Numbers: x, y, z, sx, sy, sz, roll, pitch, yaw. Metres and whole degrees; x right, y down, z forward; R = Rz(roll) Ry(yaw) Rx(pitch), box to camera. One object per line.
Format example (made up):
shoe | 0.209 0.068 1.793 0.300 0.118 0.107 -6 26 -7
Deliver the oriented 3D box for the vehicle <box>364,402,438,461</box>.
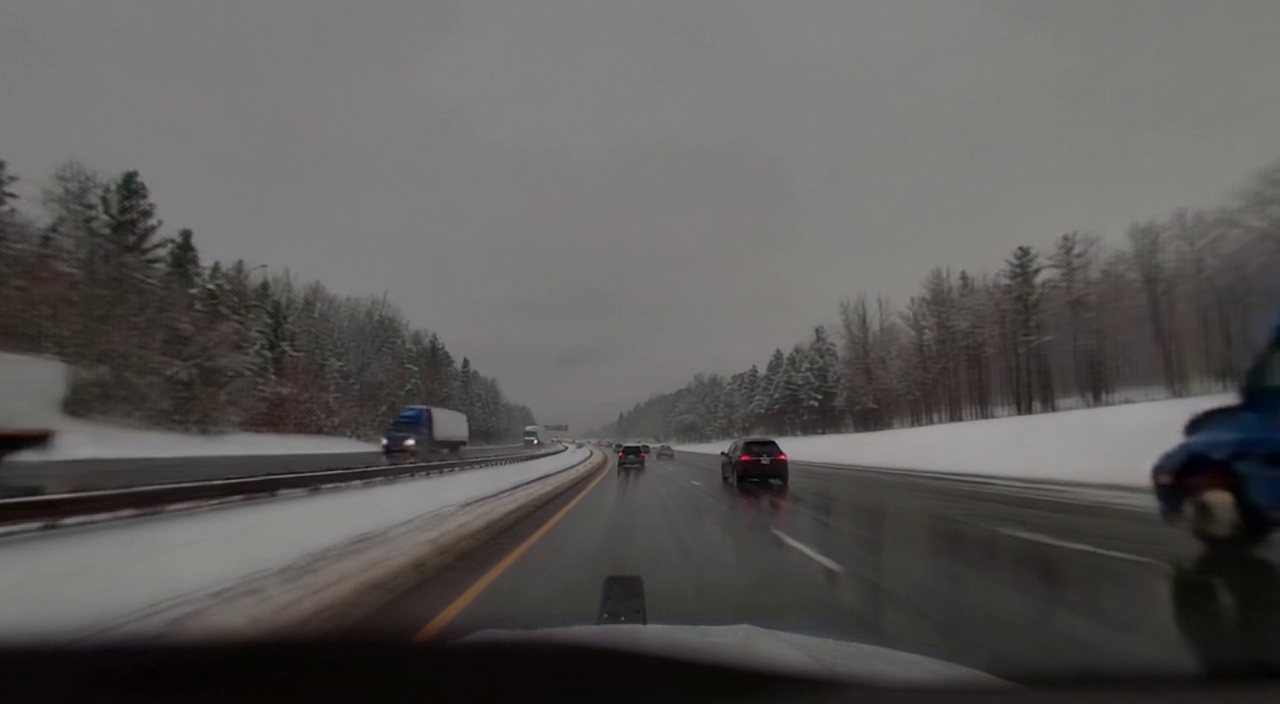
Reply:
vehicle | -17.399 5.905 46.385 2.950 4.003 6.622 0 -9 -2

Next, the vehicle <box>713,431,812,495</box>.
vehicle | 3.415 3.174 18.326 2.013 1.623 3.916 0 -9 -1

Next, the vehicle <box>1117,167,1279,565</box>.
vehicle | 7.900 -0.014 5.308 2.972 3.945 5.837 0 -9 0

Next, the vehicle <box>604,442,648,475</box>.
vehicle | -0.707 5.249 31.255 2.050 1.534 3.771 0 -9 -2
